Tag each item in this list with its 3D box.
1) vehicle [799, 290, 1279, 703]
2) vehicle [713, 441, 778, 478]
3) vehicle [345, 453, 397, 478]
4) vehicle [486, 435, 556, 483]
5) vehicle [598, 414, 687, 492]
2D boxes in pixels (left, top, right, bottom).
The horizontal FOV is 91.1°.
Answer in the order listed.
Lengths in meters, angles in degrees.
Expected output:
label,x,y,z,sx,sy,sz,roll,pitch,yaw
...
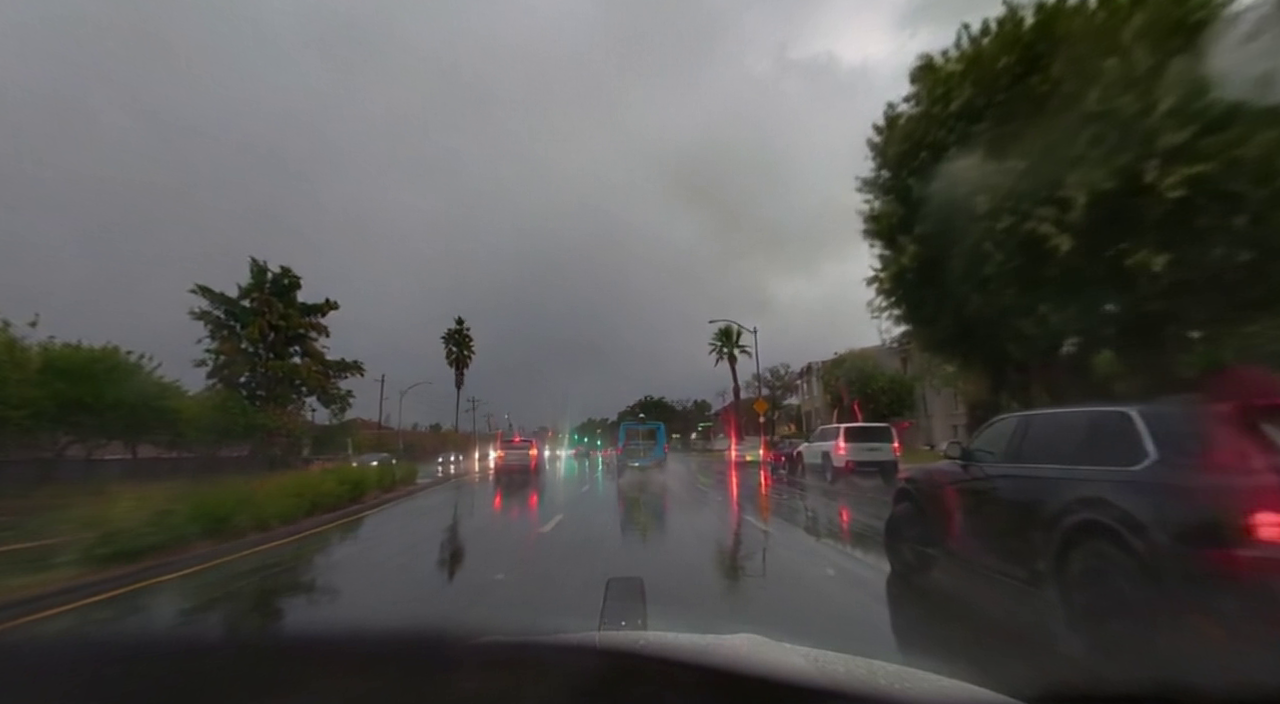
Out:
label,x,y,z,sx,sy,sz,roll,pitch,yaw
vehicle,3.410,1.138,4.990,2.576,1.815,6.267,0,-9,-1
vehicle,4.299,4.469,26.409,2.178,1.411,4.732,0,-9,3
vehicle,-19.467,8.183,45.630,2.048,1.679,4.356,0,-9,-3
vehicle,-4.543,4.151,24.621,2.235,1.682,4.662,1,-9,-5
vehicle,-0.095,3.277,20.688,2.507,2.161,6.049,1,-9,-3
